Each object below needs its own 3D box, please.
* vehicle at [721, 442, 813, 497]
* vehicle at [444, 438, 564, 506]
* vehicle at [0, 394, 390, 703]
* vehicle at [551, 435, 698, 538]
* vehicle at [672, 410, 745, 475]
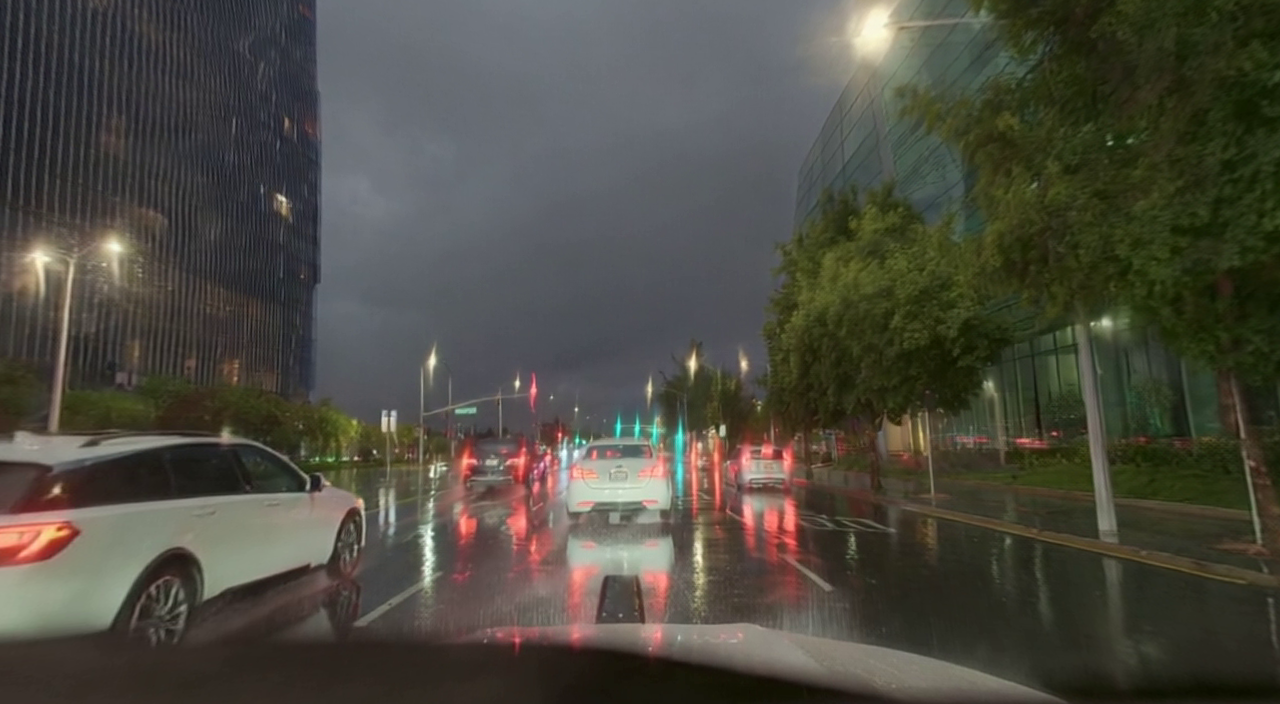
[{"bbox_3d":[3.851,3.636,19.865,1.940,1.514,4.187,0,-9,-1],"label":"vehicle"},{"bbox_3d":[-3.351,3.058,16.484,2.044,1.508,4.479,0,-9,1],"label":"vehicle"},{"bbox_3d":[-3.599,1.231,4.538,1.933,1.520,4.195,0,-9,-1],"label":"vehicle"},{"bbox_3d":[-0.189,2.335,11.622,2.174,1.509,4.374,0,-9,1],"label":"vehicle"},{"bbox_3d":[3.909,5.687,39.370,3.074,3.316,12.953,0,-9,0],"label":"vehicle"}]
